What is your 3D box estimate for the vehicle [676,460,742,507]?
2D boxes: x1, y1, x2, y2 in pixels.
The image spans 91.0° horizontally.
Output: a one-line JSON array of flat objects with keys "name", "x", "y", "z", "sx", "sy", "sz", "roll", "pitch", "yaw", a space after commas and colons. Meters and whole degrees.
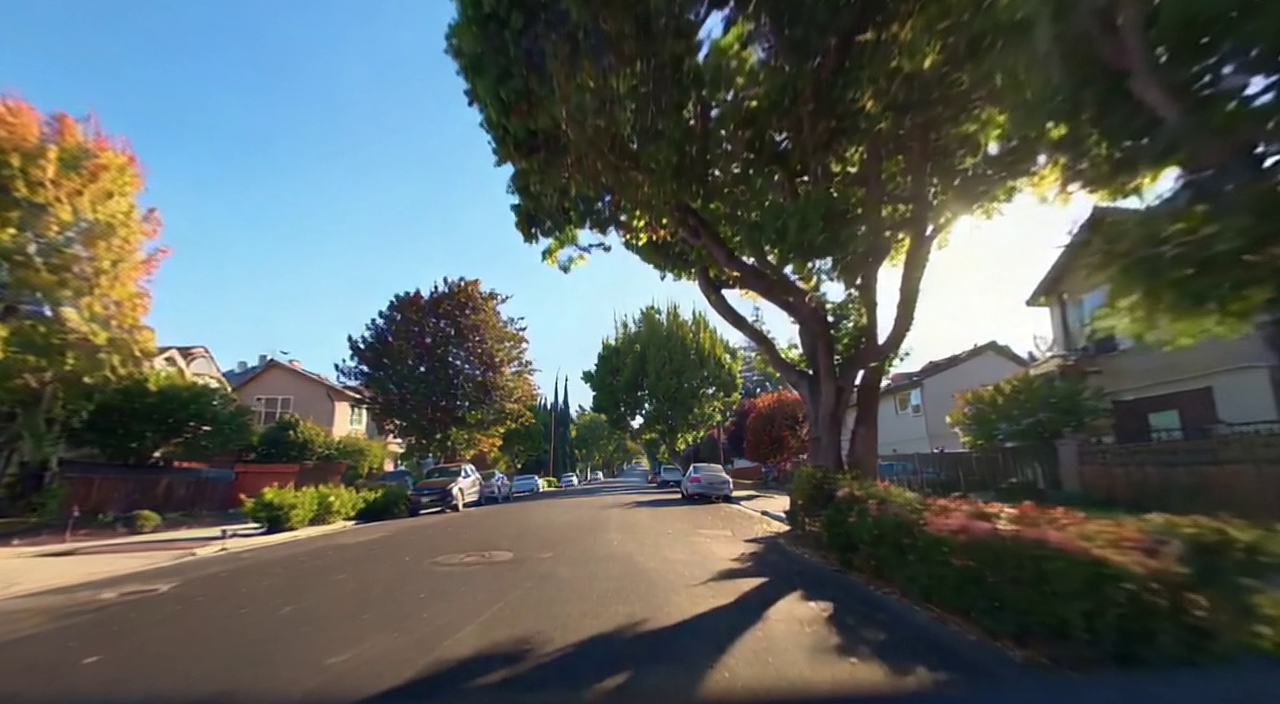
[{"name": "vehicle", "x": 2.717, "y": 5.336, "z": 25.932, "sx": 2.050, "sy": 1.598, "sz": 4.590, "roll": 0, "pitch": -8, "yaw": -2}]

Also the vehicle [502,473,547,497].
[{"name": "vehicle", "x": -7.688, "y": 8.957, "z": 42.323, "sx": 2.071, "sy": 1.481, "sz": 4.425, "roll": 0, "pitch": -12, "yaw": 1}]

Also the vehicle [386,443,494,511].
[{"name": "vehicle", "x": -7.359, "y": 4.894, "z": 23.960, "sx": 2.408, "sy": 2.201, "sz": 5.646, "roll": -1, "pitch": -14, "yaw": -2}]

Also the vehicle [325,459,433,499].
[{"name": "vehicle", "x": -14.184, "y": 6.928, "z": 34.487, "sx": 4.891, "sy": 2.023, "sz": 2.200, "roll": 0, "pitch": -8, "yaw": 1}]
